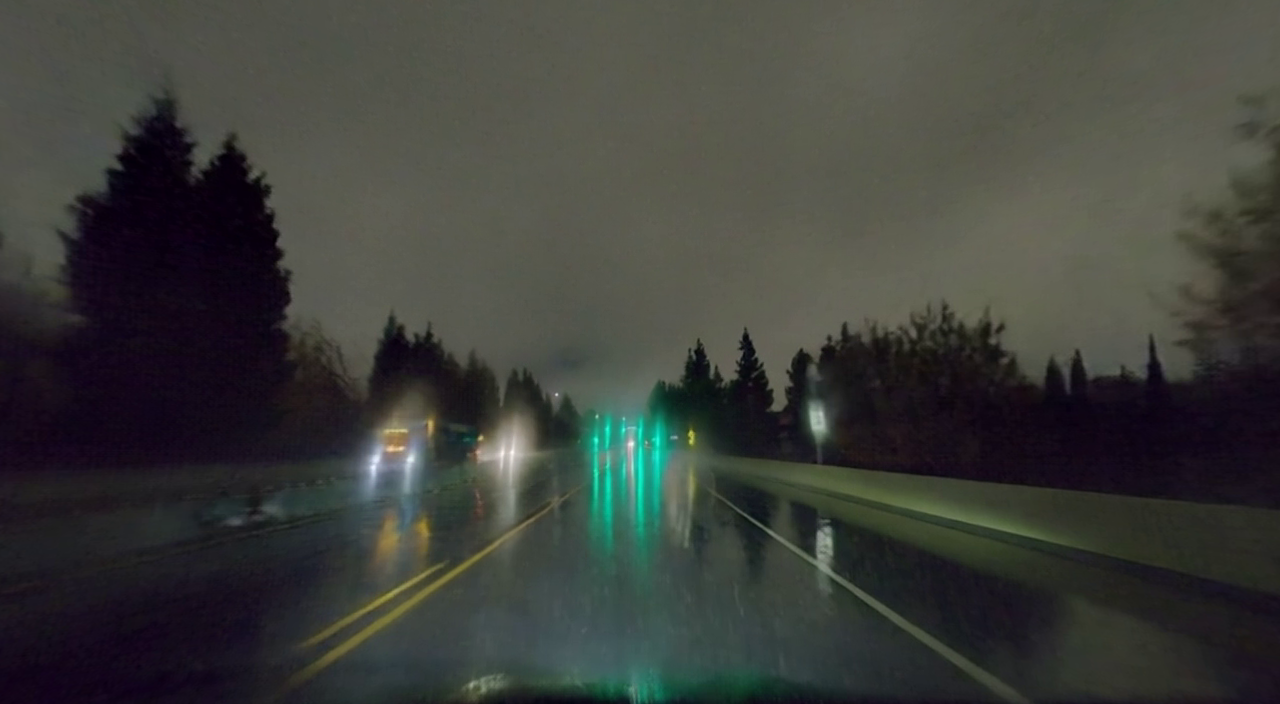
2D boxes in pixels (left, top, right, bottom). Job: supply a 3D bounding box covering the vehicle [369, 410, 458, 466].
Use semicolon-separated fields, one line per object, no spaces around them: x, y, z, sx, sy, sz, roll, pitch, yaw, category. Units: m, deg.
-17.007;6.642;48.247;3.008;3.803;9.935;0;-8;0;vehicle
